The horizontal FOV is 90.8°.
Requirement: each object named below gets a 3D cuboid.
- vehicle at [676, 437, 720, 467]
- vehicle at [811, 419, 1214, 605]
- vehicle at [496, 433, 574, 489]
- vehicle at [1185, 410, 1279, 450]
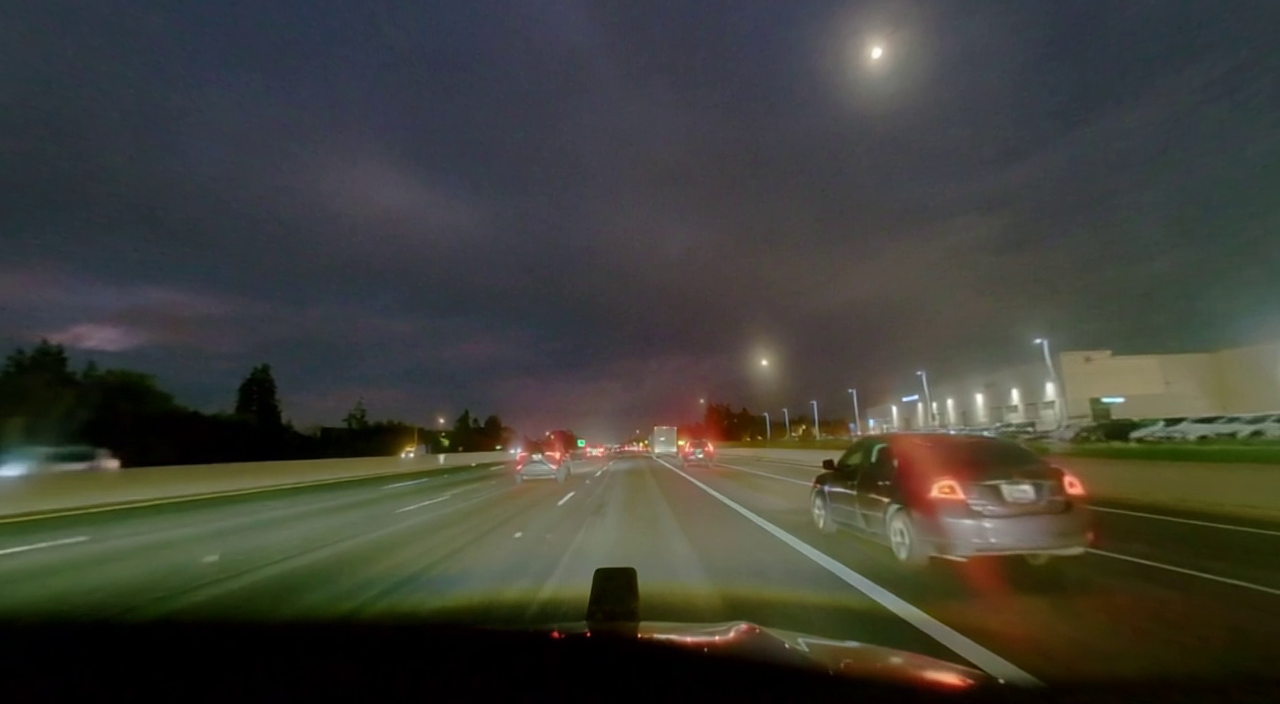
[{"bbox_3d":[3.621,6.326,40.156,2.198,1.807,4.530,0,-8,-2],"label":"vehicle"},{"bbox_3d":[3.737,1.673,7.628,1.957,1.510,4.643,0,-8,-1],"label":"vehicle"},{"bbox_3d":[-3.616,3.842,22.618,1.987,1.765,4.508,0,-8,0],"label":"vehicle"},{"bbox_3d":[29.189,3.714,29.952,4.686,1.840,2.075,0,-8,-1],"label":"vehicle"}]
